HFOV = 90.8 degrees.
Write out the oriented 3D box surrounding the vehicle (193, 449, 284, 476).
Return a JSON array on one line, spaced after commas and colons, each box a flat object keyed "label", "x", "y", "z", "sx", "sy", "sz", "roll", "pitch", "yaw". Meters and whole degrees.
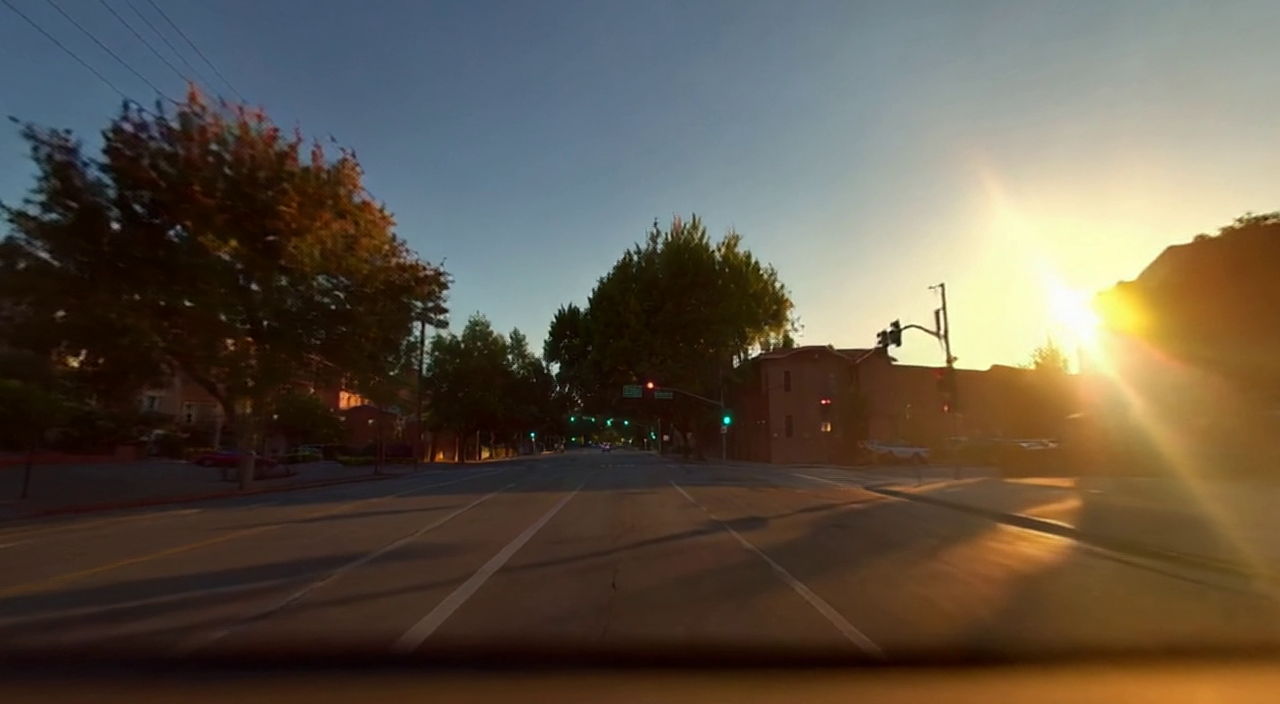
[{"label": "vehicle", "x": -26.675, "y": 7.365, "z": 42.130, "sx": 4.577, "sy": 1.584, "sz": 2.000, "roll": 3, "pitch": -7, "yaw": -8}]
